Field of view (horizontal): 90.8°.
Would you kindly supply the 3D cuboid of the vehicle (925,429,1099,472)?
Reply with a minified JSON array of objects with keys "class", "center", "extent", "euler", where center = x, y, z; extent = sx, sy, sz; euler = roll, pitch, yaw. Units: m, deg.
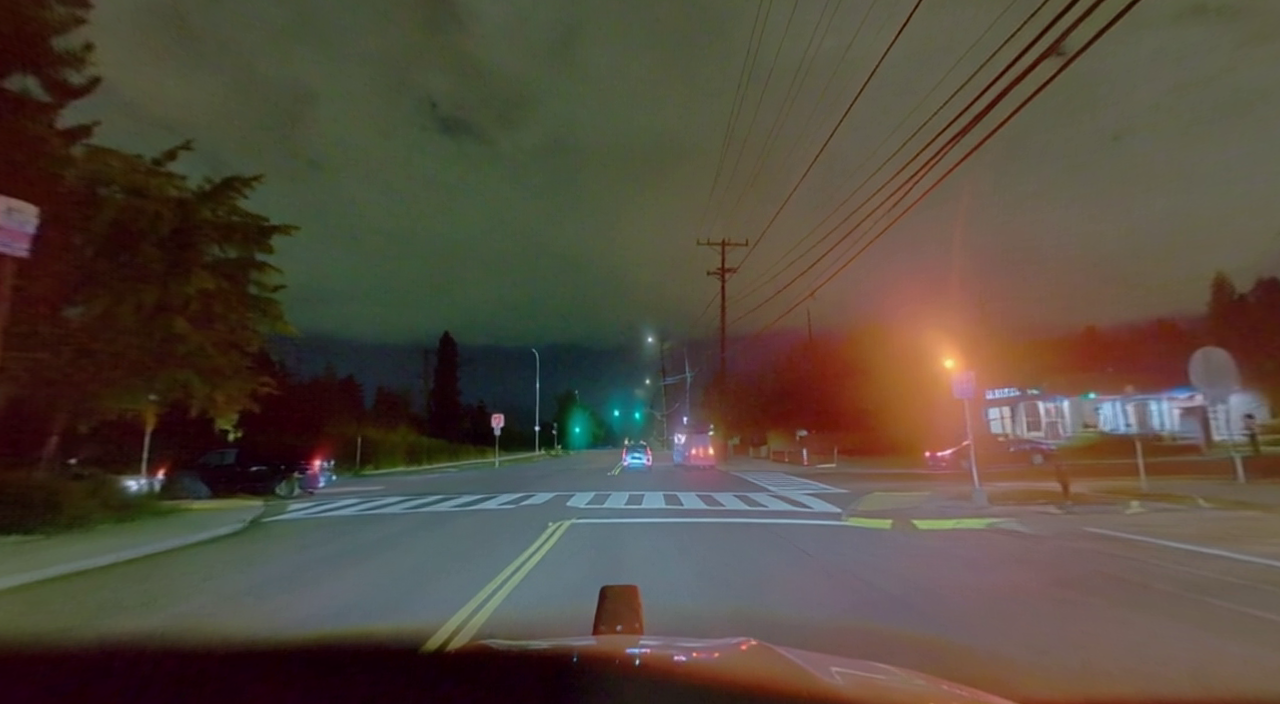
[{"class":"vehicle","center":[13.037,3.485,22.396],"extent":[4.872,1.400,1.955],"euler":[-1,-9,3]}]

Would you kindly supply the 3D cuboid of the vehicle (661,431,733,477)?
[{"class":"vehicle","center":[2.455,4.643,28.993],"extent":[2.553,1.868,5.536],"euler":[0,-9,-2]}]

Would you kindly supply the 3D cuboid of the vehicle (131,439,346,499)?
[{"class":"vehicle","center":[-13.826,4.052,22.147],"extent":[5.866,1.904,2.197],"euler":[1,-9,-6]}]

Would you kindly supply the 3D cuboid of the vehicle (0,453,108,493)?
[{"class":"vehicle","center":[-29.241,5.924,31.225],"extent":[2.085,1.763,4.658],"euler":[1,-9,-6]}]

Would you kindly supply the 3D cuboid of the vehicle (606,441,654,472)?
[{"class":"vehicle","center":[-0.569,5.200,31.575],"extent":[1.874,1.427,3.976],"euler":[1,-9,-8]}]
